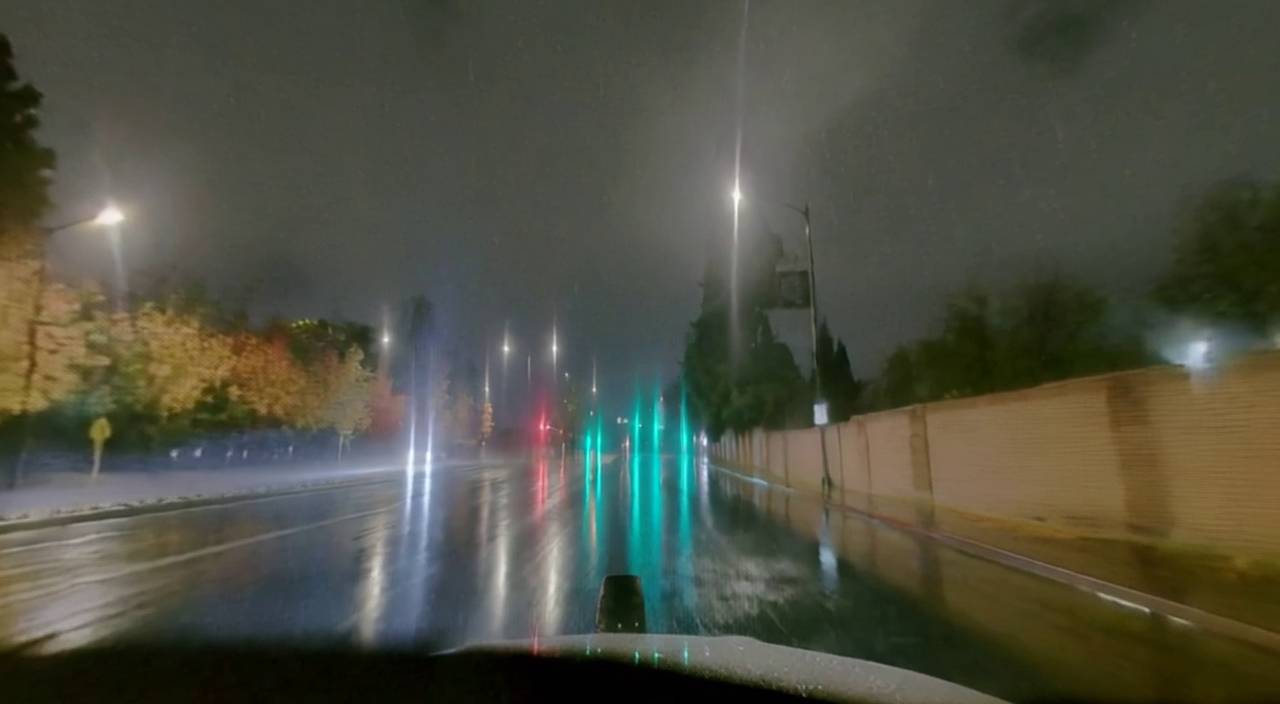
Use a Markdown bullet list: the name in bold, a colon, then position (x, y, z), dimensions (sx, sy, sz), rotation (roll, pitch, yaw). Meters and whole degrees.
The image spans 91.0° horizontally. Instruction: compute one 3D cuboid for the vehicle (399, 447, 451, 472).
- **vehicle**: position (-14.866, 7.434, 43.835), dimensions (1.995, 1.630, 4.533), rotation (0, -9, 0)
